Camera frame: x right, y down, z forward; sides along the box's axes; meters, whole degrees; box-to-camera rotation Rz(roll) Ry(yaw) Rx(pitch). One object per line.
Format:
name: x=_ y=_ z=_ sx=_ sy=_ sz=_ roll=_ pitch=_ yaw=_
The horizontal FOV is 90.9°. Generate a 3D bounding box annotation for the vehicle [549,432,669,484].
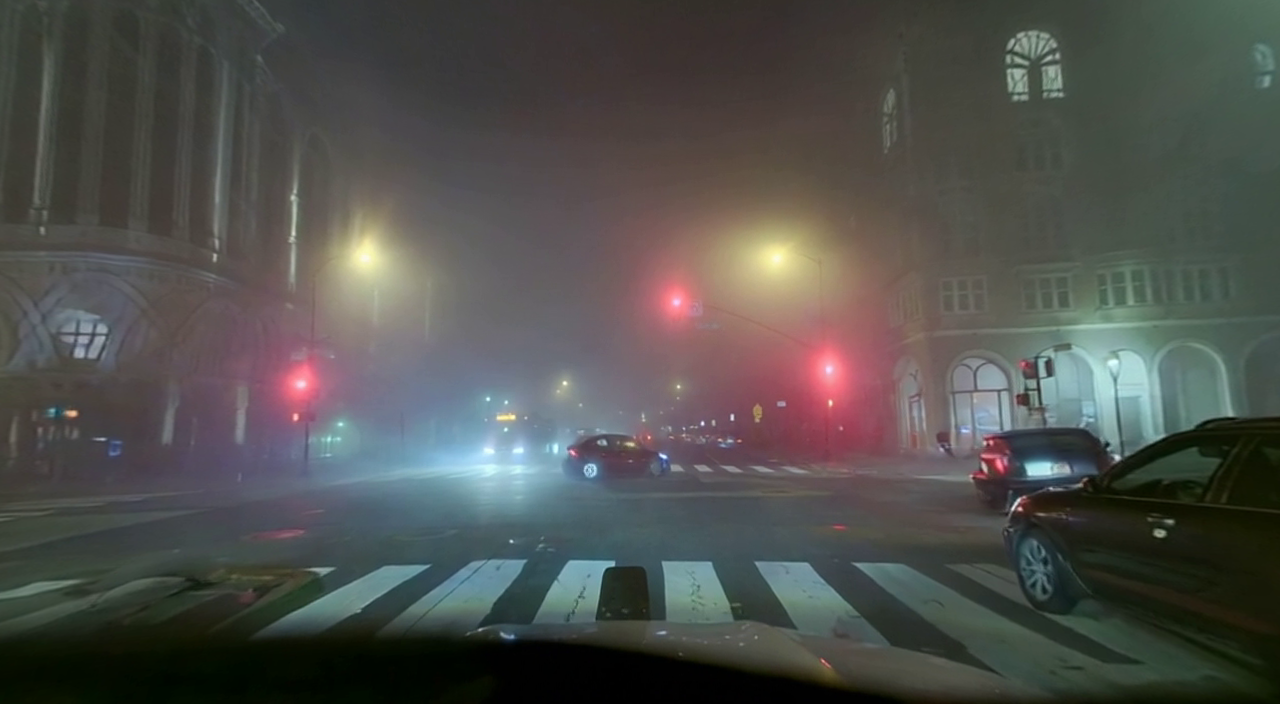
vehicle: x=-1.246 y=3.488 z=21.387 sx=2.050 sy=1.465 sz=5.388 roll=2 pitch=-8 yaw=-27

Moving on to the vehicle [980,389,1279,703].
vehicle: x=4.121 y=1.116 z=4.148 sx=2.006 sy=1.495 sz=4.271 roll=-2 pitch=-8 yaw=10

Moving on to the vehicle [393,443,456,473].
vehicle: x=-11.952 y=5.883 z=35.272 sx=1.998 sy=1.505 sz=4.405 roll=0 pitch=-8 yaw=0

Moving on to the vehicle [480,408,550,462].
vehicle: x=-8.728 y=6.058 z=45.411 sx=2.916 sy=3.427 sz=10.189 roll=0 pitch=-8 yaw=0

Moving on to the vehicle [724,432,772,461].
vehicle: x=6.230 y=5.502 z=36.824 sx=1.926 sy=1.574 sz=3.961 roll=0 pitch=-8 yaw=-2
